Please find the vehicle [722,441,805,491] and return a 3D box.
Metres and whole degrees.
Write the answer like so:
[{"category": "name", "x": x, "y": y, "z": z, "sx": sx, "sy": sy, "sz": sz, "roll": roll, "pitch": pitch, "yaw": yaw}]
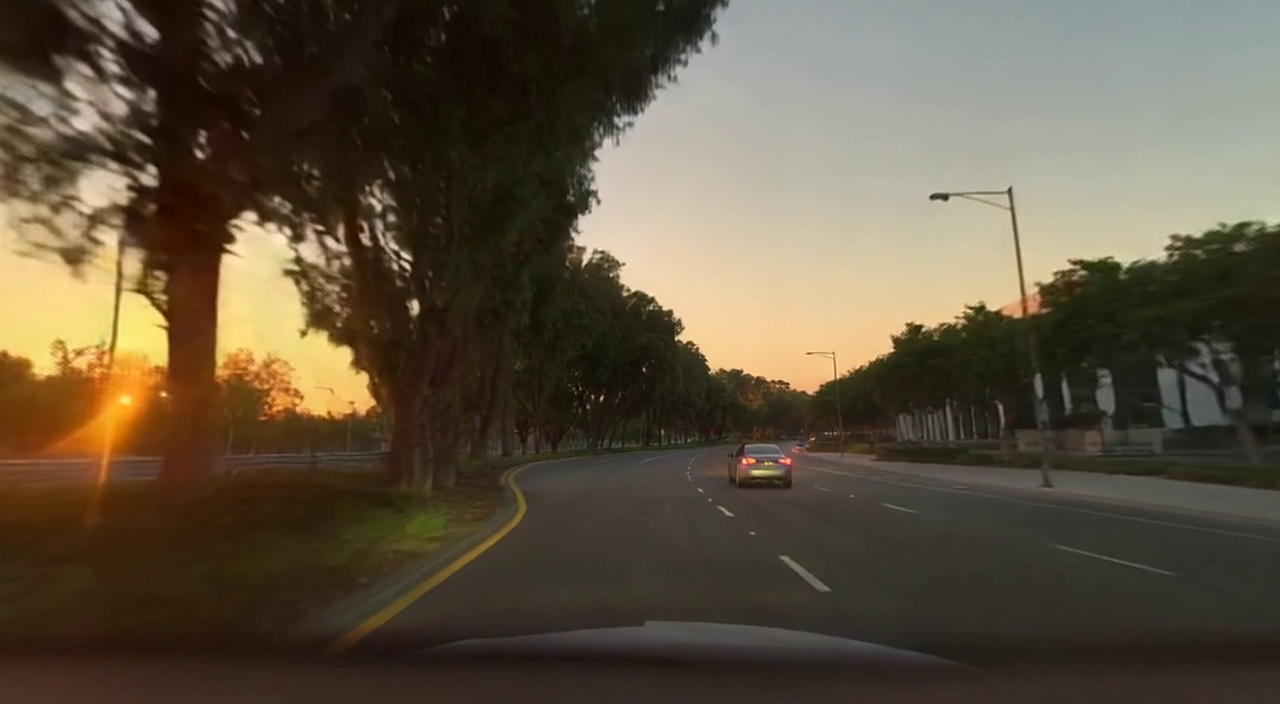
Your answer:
[{"category": "vehicle", "x": 4.012, "y": 3.791, "z": 21.316, "sx": 1.928, "sy": 1.481, "sz": 4.453, "roll": 0, "pitch": -9, "yaw": 0}]
